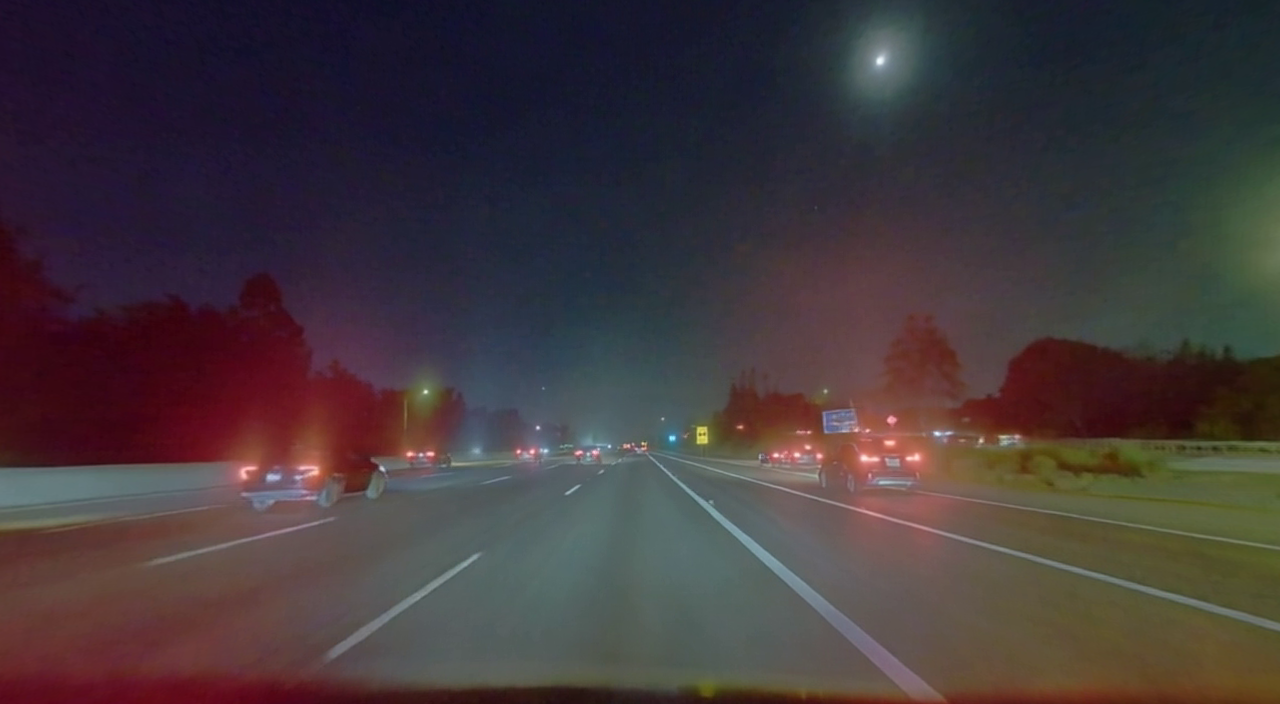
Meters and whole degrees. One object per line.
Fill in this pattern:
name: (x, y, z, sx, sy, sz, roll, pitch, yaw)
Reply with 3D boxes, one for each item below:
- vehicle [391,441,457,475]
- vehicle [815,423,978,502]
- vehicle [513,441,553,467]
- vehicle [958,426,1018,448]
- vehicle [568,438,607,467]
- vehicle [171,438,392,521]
vehicle: (-11.392, 5.603, 33.494, 1.958, 1.633, 4.302, 0, -9, 0)
vehicle: (6.638, 2.945, 17.062, 2.259, 1.816, 4.862, 0, -9, -1)
vehicle: (-7.815, 7.470, 46.269, 2.087, 1.755, 4.457, 0, -9, 1)
vehicle: (25.925, 6.385, 47.025, 1.884, 1.571, 4.352, 0, -9, -1)
vehicle: (-3.729, 7.285, 45.649, 2.288, 1.962, 5.119, 0, -9, 1)
vehicle: (-7.478, 2.688, 13.874, 2.071, 1.486, 4.703, 0, -9, 0)
